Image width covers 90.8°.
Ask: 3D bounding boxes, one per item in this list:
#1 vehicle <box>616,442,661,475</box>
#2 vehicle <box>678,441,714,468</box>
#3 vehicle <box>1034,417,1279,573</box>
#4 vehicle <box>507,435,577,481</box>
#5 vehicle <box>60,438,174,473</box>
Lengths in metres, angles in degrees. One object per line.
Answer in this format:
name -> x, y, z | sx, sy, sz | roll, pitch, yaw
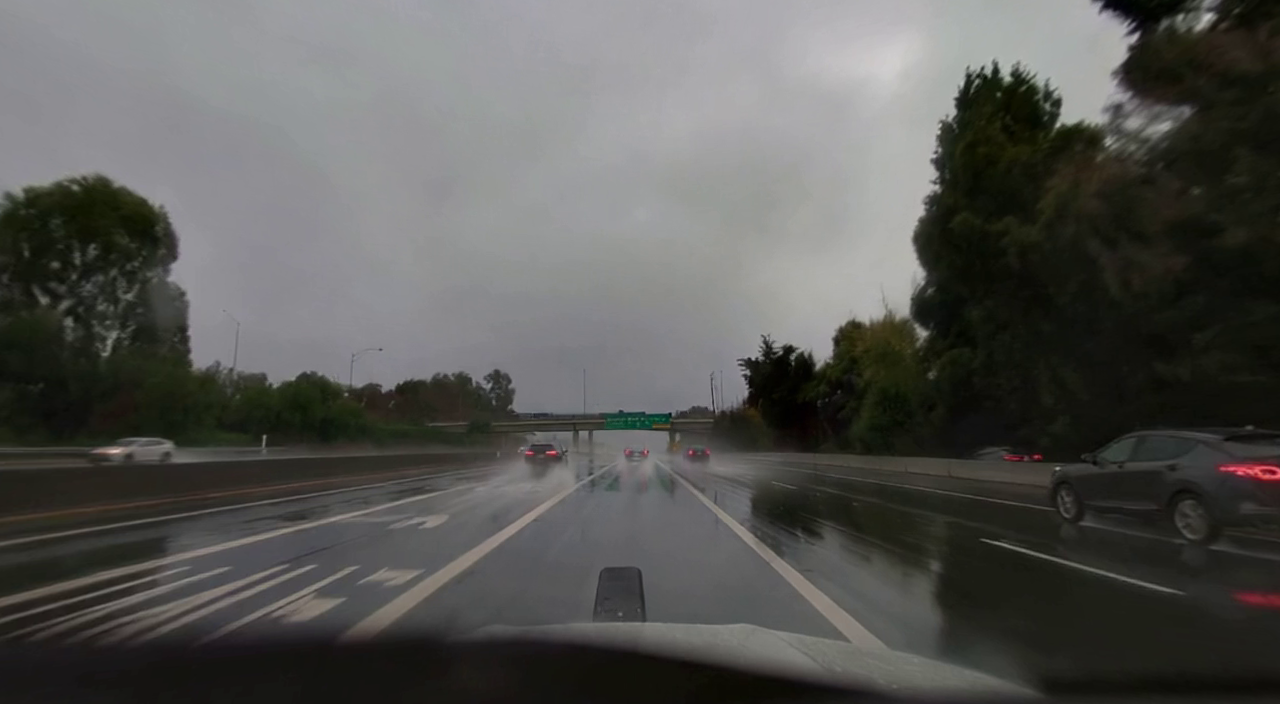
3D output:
vehicle -> -0.077, 5.268, 31.487 | 2.075, 1.486, 4.007 | 0, -9, 0
vehicle -> 3.602, 6.656, 41.111 | 1.936, 1.625, 3.991 | 0, -8, 0
vehicle -> 7.615, 1.762, 8.422 | 1.989, 1.603, 4.126 | 0, -9, 0
vehicle -> -4.010, 4.408, 26.589 | 2.113, 1.756, 4.471 | 0, -9, 1
vehicle -> -28.409, 5.645, 34.599 | 2.080, 1.757, 4.892 | 0, -9, -1
